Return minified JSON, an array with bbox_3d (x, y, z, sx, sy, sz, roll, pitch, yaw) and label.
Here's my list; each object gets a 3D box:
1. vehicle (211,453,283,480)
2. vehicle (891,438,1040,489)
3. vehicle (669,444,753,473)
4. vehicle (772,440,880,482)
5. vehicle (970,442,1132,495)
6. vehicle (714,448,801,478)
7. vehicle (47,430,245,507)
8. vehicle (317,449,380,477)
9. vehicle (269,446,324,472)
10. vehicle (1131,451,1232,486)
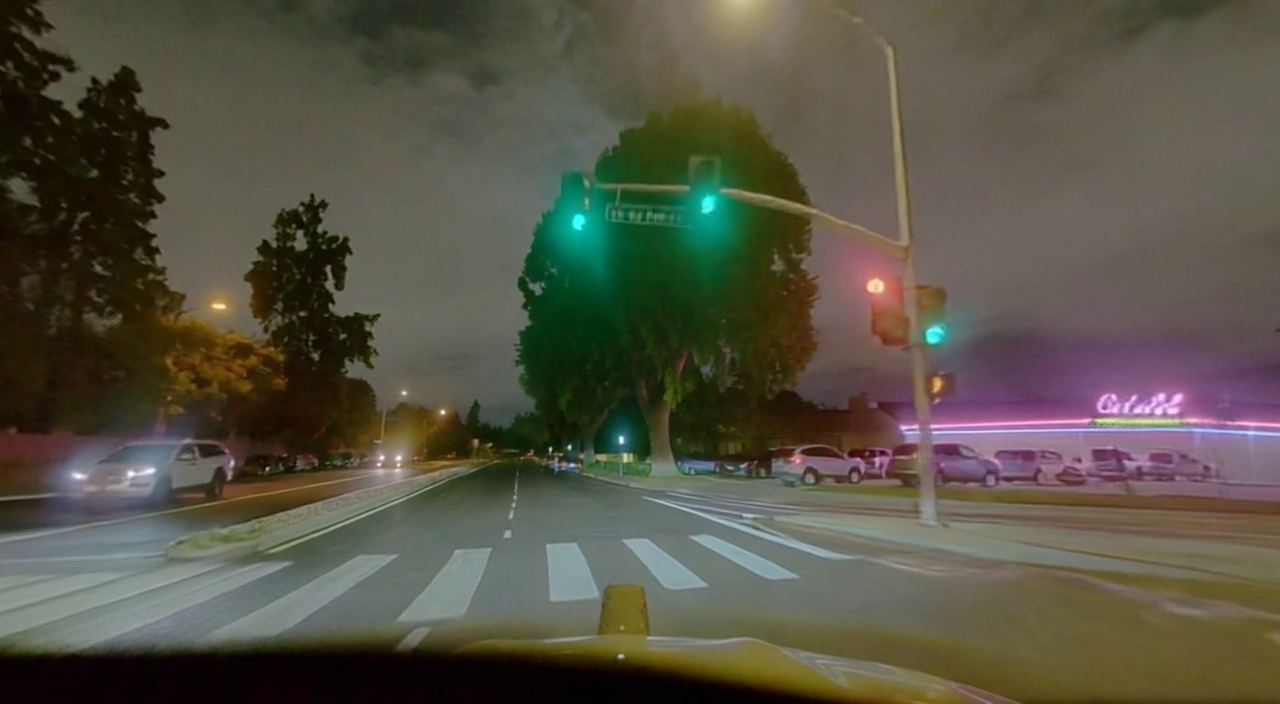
[{"bbox_3d":[-23.917,6.953,38.542,2.019,1.471,4.600,2,-9,-9],"label":"vehicle"},{"bbox_3d":[12.729,4.306,24.657,5.314,1.829,2.018,3,-9,-20],"label":"vehicle"},{"bbox_3d":[4.420,6.706,39.747,4.843,1.748,1.985,2,-9,-14],"label":"vehicle"},{"bbox_3d":[8.461,4.920,28.641,4.669,1.770,1.896,5,-10,-28],"label":"vehicle"},{"bbox_3d":[14.118,3.972,21.788,4.375,1.685,2.045,2,-9,-11],"label":"vehicle"},{"bbox_3d":[6.275,5.912,33.749,4.257,1.474,1.751,3,-9,-17],"label":"vehicle"},{"bbox_3d":[-13.602,3.222,17.931,2.049,1.817,5.292,2,-9,-10],"label":"vehicle"},{"bbox_3d":[-16.200,6.175,35.255,1.951,1.436,4.624,1,-9,-9],"label":"vehicle"},{"bbox_3d":[-25.242,7.843,46.524,1.882,1.706,4.938,0,-7,-8],"label":"vehicle"},{"bbox_3d":[24.840,5.286,28.904,4.324,1.437,1.865,4,-10,-26],"label":"vehicle"}]
